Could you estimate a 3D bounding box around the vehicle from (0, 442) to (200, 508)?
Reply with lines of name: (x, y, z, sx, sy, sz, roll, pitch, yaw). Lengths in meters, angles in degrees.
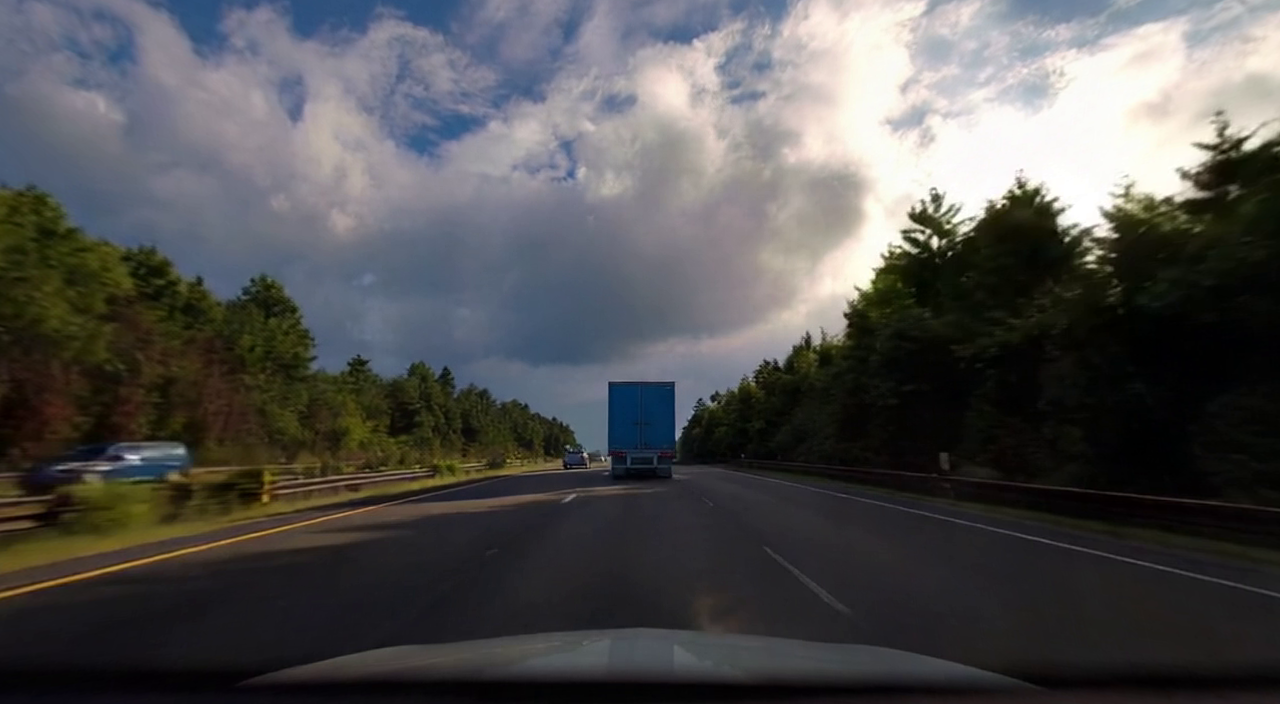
vehicle: (-16.463, 3.701, 19.481, 2.008, 1.748, 4.967, 0, -9, 1)

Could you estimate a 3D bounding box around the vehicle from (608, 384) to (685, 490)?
vehicle: (0.337, 3.824, 27.747, 2.821, 3.878, 8.925, 0, -9, 1)

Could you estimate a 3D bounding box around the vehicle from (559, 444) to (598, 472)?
vehicle: (-3.886, 6.800, 40.568, 2.018, 1.632, 4.722, 0, -9, 1)
